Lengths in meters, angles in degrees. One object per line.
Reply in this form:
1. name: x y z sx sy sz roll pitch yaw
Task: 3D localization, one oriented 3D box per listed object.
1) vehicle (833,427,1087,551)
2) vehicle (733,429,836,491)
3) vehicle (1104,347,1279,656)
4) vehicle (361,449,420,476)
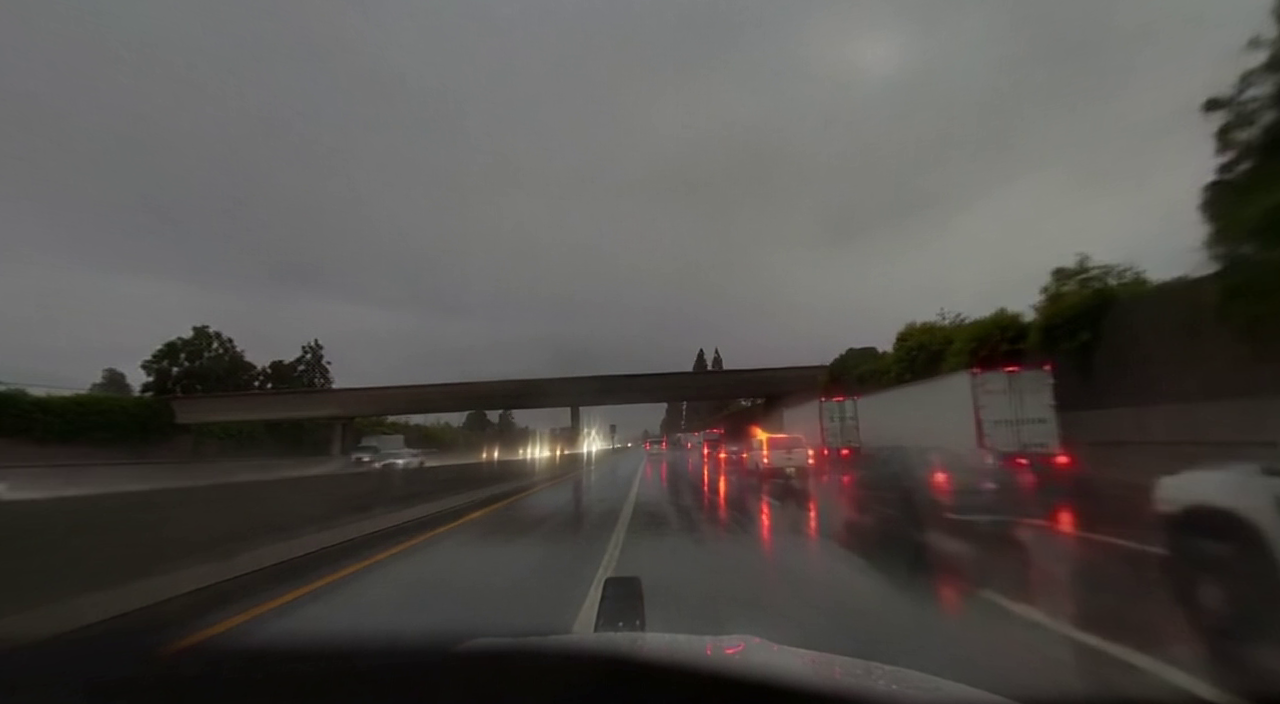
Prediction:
1. vehicle: 4.617 2.016 9.924 1.950 1.529 3.884 0 -8 0
2. vehicle: 4.679 3.593 21.361 2.201 1.804 4.801 0 -8 -2
3. vehicle: 5.004 0.780 2.918 1.991 1.921 4.879 0 -8 1
4. vehicle: -15.565 6.909 39.675 1.855 1.550 4.300 0 -8 1
